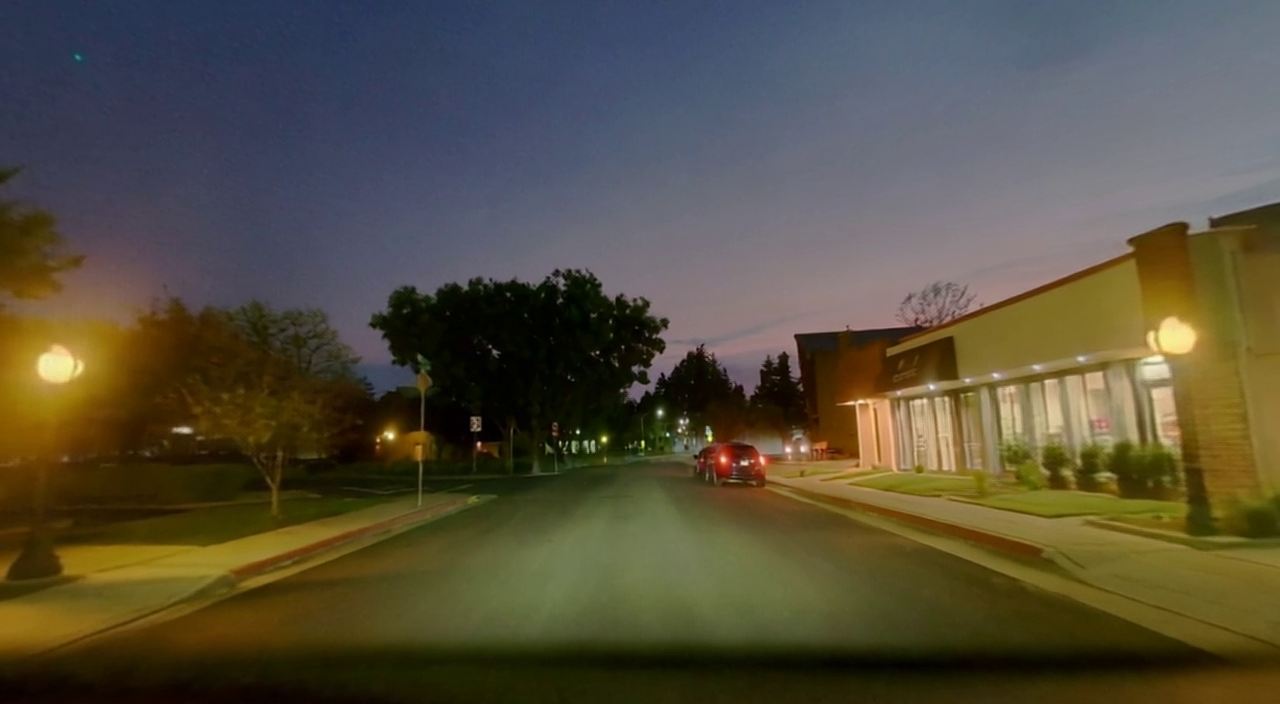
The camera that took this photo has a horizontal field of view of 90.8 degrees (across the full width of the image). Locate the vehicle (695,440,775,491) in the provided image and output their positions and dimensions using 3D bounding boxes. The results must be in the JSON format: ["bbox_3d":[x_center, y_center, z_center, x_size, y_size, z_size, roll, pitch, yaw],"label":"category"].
[{"bbox_3d":[3.137,3.845,21.784,2.064,1.532,4.596,0,-9,0],"label":"vehicle"}]
